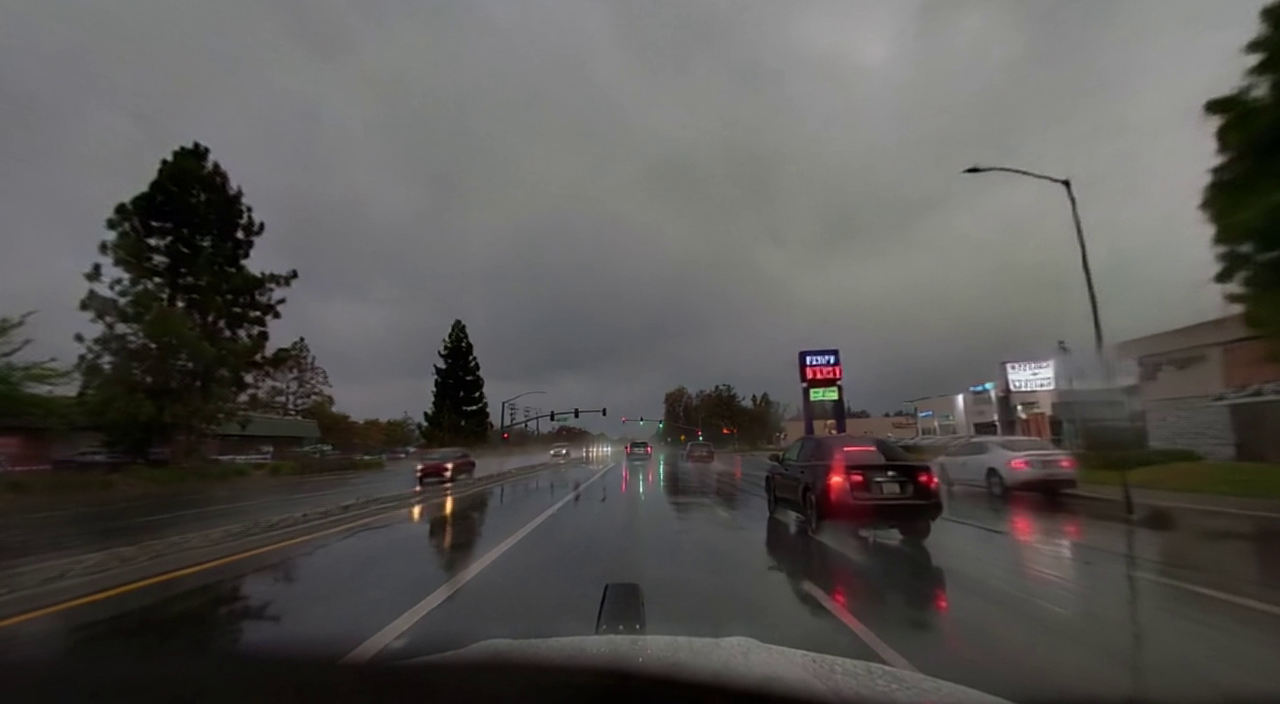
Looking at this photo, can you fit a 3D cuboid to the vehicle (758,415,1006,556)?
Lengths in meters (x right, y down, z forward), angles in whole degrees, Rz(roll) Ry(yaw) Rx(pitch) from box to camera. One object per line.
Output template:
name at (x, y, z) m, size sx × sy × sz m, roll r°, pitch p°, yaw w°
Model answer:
vehicle at (3.267, 1.897, 9.678) m, size 2.022 × 1.643 × 4.326 m, roll 0°, pitch -8°, yaw -1°

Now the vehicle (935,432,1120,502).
vehicle at (10.791, 3.224, 18.250) m, size 2.154 × 1.690 × 5.208 m, roll 1°, pitch -8°, yaw 2°

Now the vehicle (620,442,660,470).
vehicle at (0.021, 5.870, 35.807) m, size 2.135 × 1.468 × 4.076 m, roll 0°, pitch -8°, yaw 0°

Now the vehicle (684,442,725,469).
vehicle at (3.697, 6.043, 36.955) m, size 1.889 × 1.473 × 4.303 m, roll 0°, pitch -8°, yaw 0°

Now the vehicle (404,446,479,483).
vehicle at (-8.539, 4.853, 27.547) m, size 1.862 × 1.446 × 4.333 m, roll 0°, pitch -8°, yaw 0°
